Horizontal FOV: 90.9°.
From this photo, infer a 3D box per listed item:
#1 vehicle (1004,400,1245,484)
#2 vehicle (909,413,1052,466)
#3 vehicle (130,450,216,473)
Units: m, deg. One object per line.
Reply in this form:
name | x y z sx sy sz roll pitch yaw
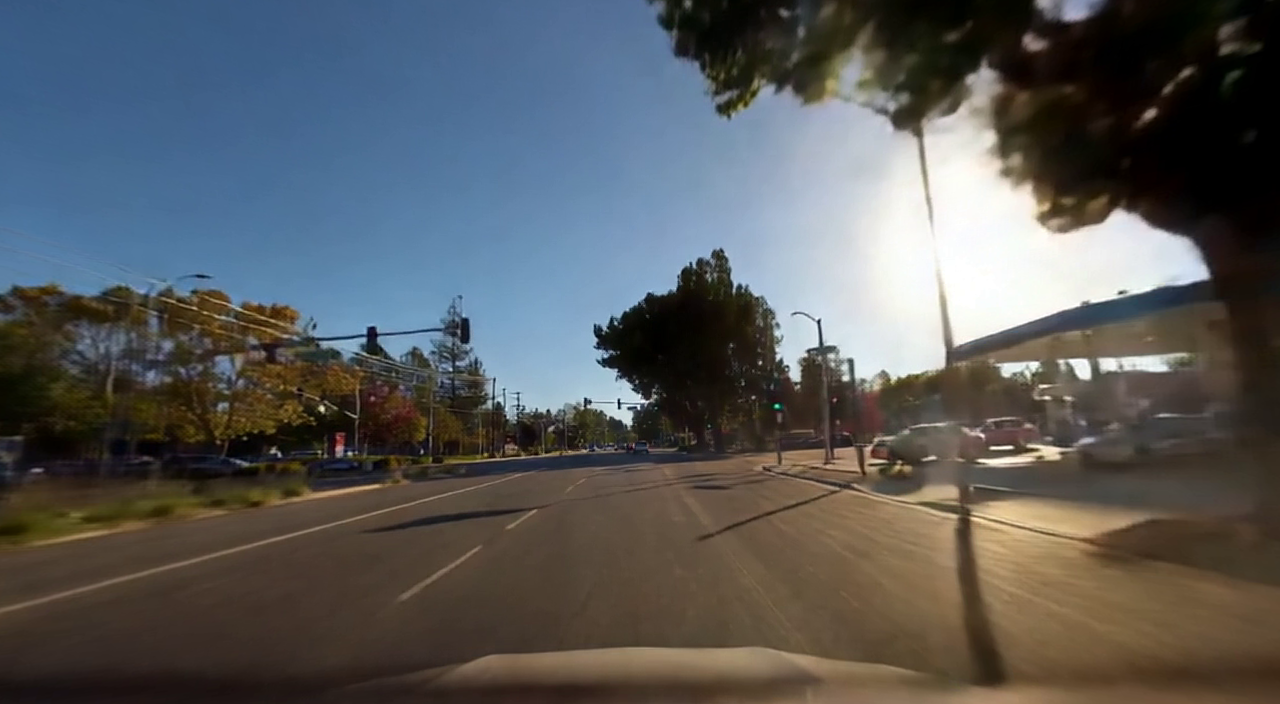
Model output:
vehicle | 13.302 2.499 17.591 4.821 1.788 2.132 -5 -7 1
vehicle | 13.487 3.524 25.255 4.454 1.990 2.124 -1 -8 6
vehicle | -35.420 8.317 47.908 4.774 1.672 1.936 1 -8 -6
